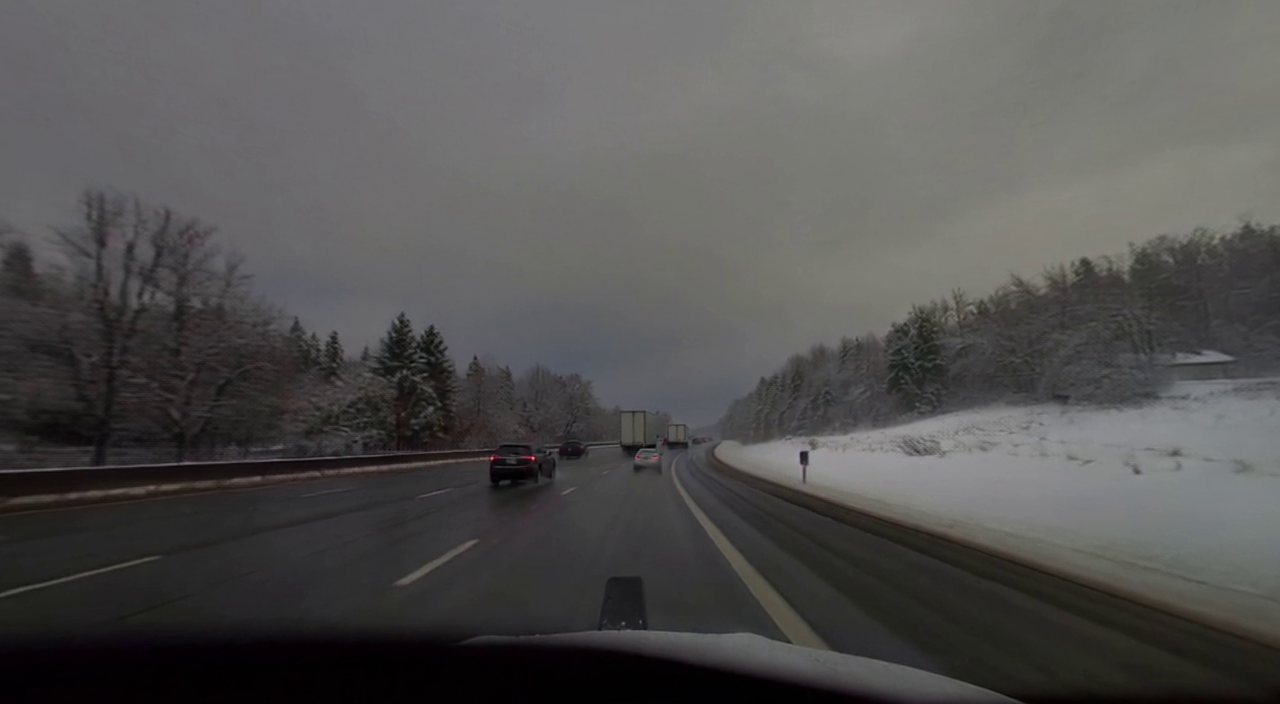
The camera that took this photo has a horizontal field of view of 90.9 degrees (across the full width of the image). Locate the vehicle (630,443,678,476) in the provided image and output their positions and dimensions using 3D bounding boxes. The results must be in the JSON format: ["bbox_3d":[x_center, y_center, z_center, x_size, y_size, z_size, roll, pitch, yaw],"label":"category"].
[{"bbox_3d":[0.642,4.708,27.830,1.984,1.365,3.767,0,-9,2],"label":"vehicle"}]

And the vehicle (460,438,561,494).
[{"bbox_3d":[-3.747,3.389,19.165,1.916,1.486,4.631,0,-9,2],"label":"vehicle"}]
